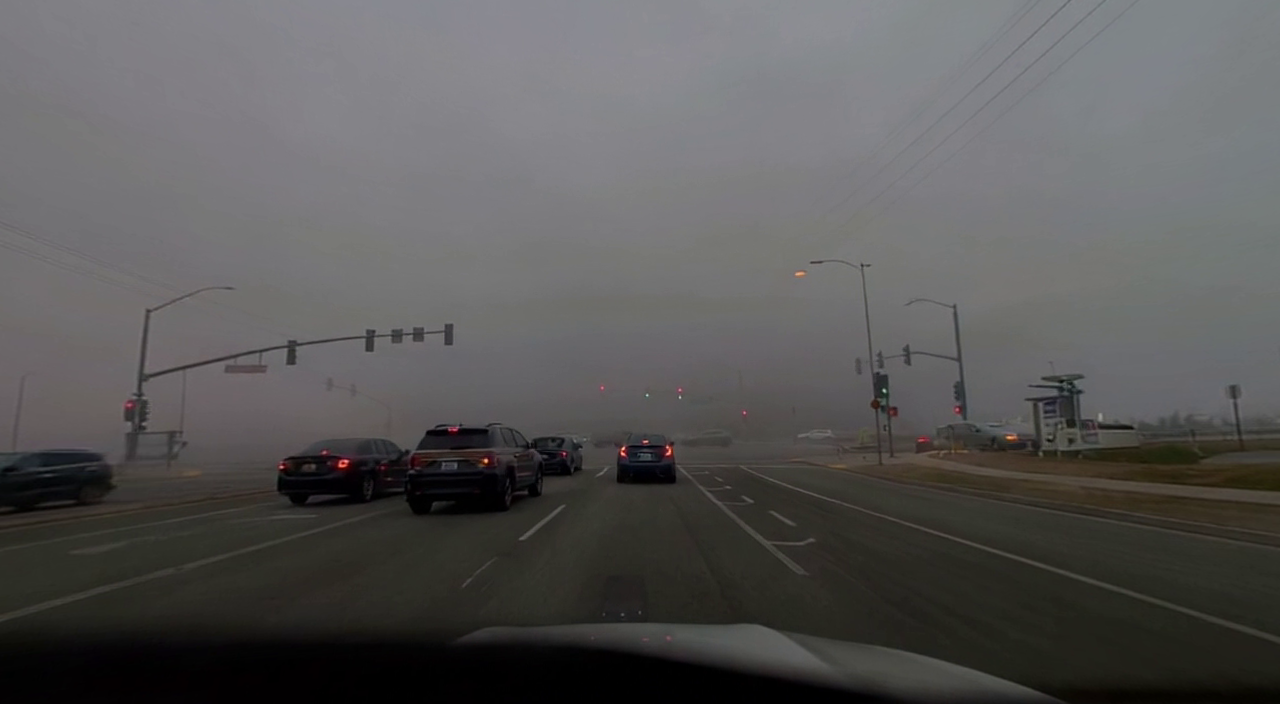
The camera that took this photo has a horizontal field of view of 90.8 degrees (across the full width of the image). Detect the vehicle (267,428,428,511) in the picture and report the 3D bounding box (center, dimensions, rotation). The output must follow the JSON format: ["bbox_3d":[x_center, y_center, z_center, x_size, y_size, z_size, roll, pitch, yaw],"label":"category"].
[{"bbox_3d":[-6.361,2.578,14.259,1.790,1.605,3.696,0,-9,1],"label":"vehicle"}]

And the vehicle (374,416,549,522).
[{"bbox_3d":[-3.245,2.243,12.555,2.096,1.718,4.266,0,-9,2],"label":"vehicle"}]

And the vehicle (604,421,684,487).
[{"bbox_3d":[0.126,3.221,20.154,2.224,1.819,5.005,0,-8,1],"label":"vehicle"}]

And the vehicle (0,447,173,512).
[{"bbox_3d":[-17.424,3.686,19.017,2.299,1.616,5.765,0,-9,0],"label":"vehicle"}]

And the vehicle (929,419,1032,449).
[{"bbox_3d":[23.718,5.775,44.221,5.782,1.950,2.225,-1,-9,8],"label":"vehicle"}]

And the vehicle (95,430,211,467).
[{"bbox_3d":[-37.578,7.462,48.888,6.971,2.685,2.340,0,-9,1],"label":"vehicle"}]

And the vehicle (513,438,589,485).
[{"bbox_3d":[-2.881,3.659,21.414,1.881,1.424,4.098,0,-9,1],"label":"vehicle"}]
